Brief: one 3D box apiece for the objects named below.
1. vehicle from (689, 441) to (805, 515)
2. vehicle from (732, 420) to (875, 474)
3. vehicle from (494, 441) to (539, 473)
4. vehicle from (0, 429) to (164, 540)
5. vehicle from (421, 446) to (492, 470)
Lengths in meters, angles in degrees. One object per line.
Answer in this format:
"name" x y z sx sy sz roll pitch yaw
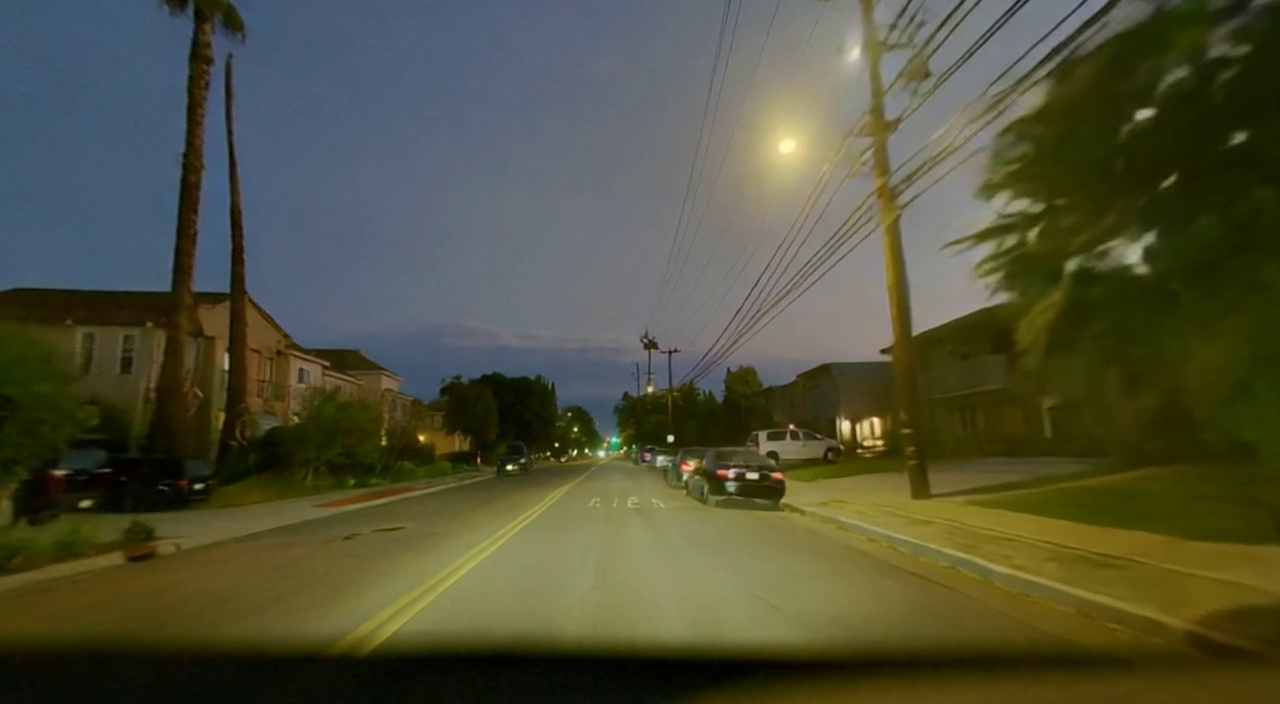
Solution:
"vehicle" 2.335 2.859 14.855 1.870 1.490 3.802 0 -8 -3
"vehicle" 7.410 4.389 29.293 5.900 2.328 2.603 0 -8 2
"vehicle" -8.194 7.076 42.279 2.156 1.932 4.518 -2 -11 -1
"vehicle" -12.157 2.450 12.121 4.469 1.883 2.044 -1 -8 5
"vehicle" -13.515 7.838 46.747 4.529 1.677 2.204 0 -8 -2
